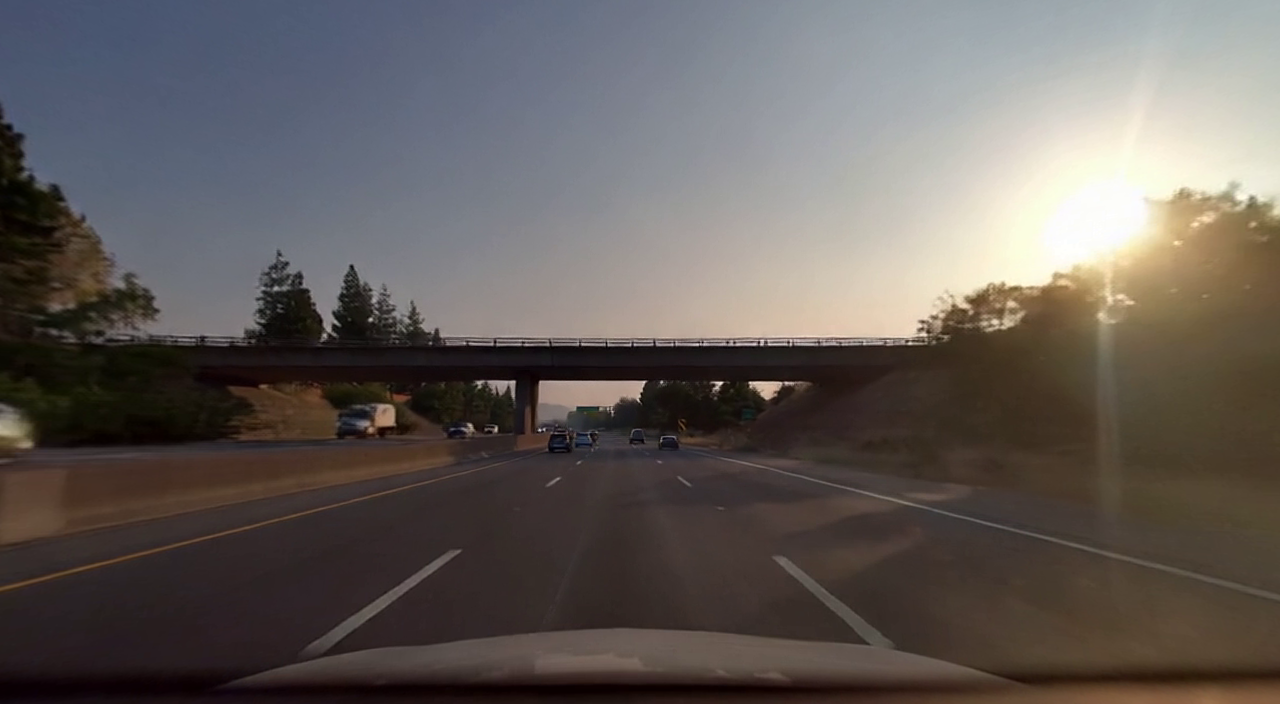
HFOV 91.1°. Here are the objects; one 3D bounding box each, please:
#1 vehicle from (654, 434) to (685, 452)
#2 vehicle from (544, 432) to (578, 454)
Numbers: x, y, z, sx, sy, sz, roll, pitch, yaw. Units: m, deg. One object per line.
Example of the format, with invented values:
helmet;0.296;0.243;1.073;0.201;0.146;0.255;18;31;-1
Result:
vehicle;2.274;7.070;49.192;1.999;1.329;3.913;1;-8;-3
vehicle;-5.338;6.187;42.890;1.966;1.460;3.519;0;-8;-2
